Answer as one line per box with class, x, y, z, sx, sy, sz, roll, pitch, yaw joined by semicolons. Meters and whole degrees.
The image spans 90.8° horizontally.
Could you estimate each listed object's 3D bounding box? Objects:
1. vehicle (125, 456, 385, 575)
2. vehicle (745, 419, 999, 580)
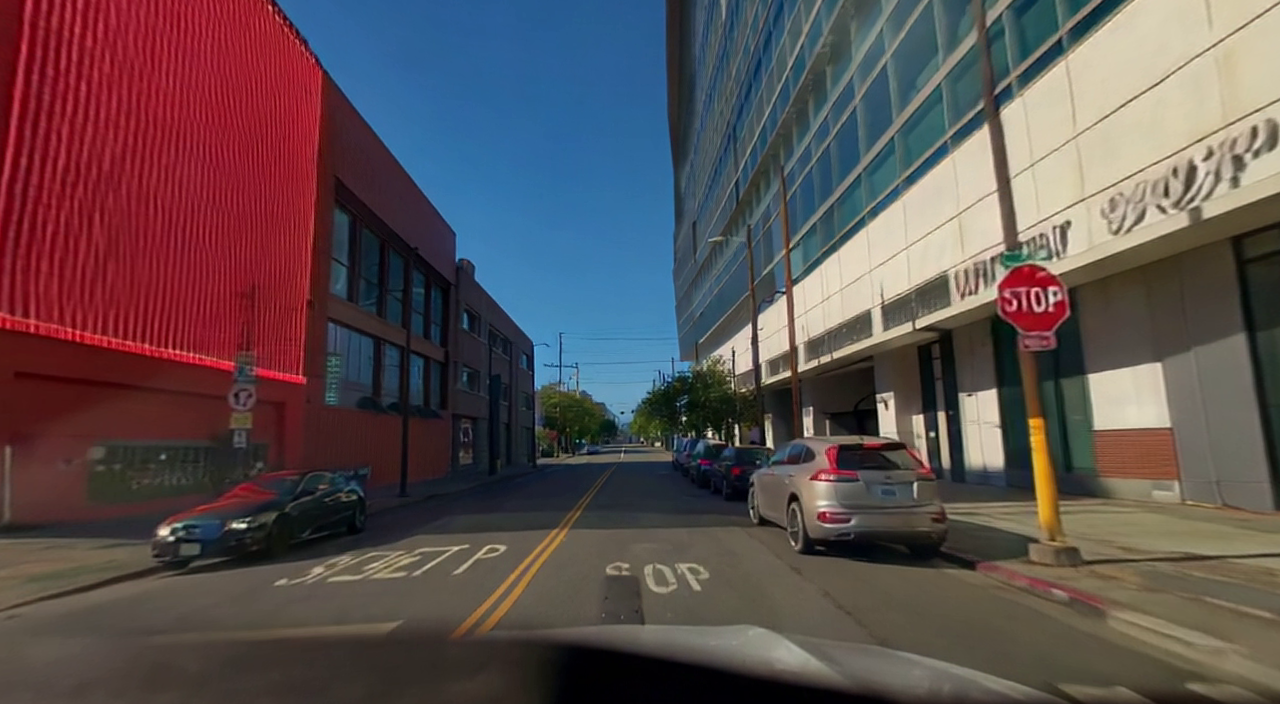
vehicle;-5.764;2.434;10.165;1.864;1.447;3.887;0;-9;-3
vehicle;2.832;1.909;9.003;1.917;1.680;4.500;0;-9;0
